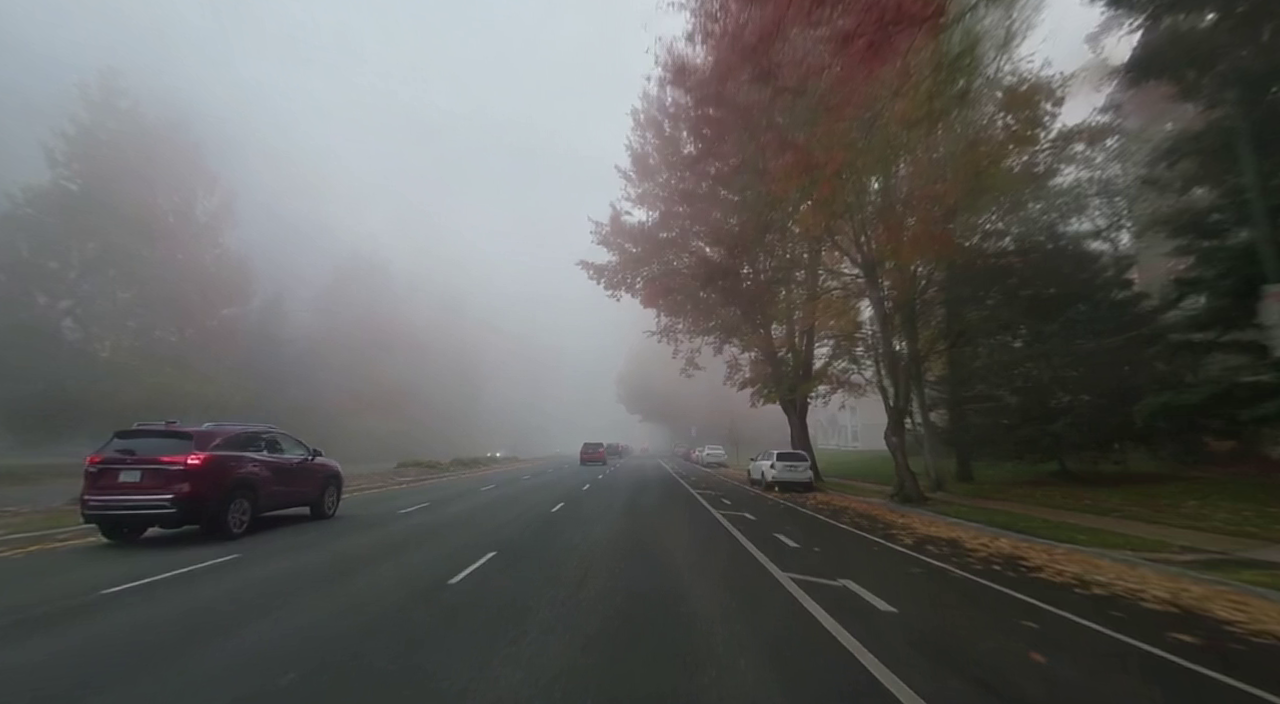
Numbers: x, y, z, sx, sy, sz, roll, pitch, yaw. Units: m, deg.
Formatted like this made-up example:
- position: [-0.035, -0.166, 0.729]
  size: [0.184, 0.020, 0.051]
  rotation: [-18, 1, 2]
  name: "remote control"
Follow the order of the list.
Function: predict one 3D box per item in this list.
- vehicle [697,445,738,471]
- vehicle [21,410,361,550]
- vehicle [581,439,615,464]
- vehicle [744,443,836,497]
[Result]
- position: [4.935, 6.818, 40.699]
  size: [1.952, 1.505, 4.713]
  rotation: [0, -9, -1]
  name: "vehicle"
- position: [-6.578, 1.924, 10.100]
  size: [2.034, 1.711, 4.512]
  rotation: [0, -9, 1]
  name: "vehicle"
- position: [-3.085, 7.497, 47.476]
  size: [2.228, 1.796, 4.491]
  rotation: [0, -9, 1]
  name: "vehicle"
- position: [4.637, 3.702, 20.167]
  size: [1.939, 1.504, 4.189]
  rotation: [0, -9, 0]
  name: "vehicle"
